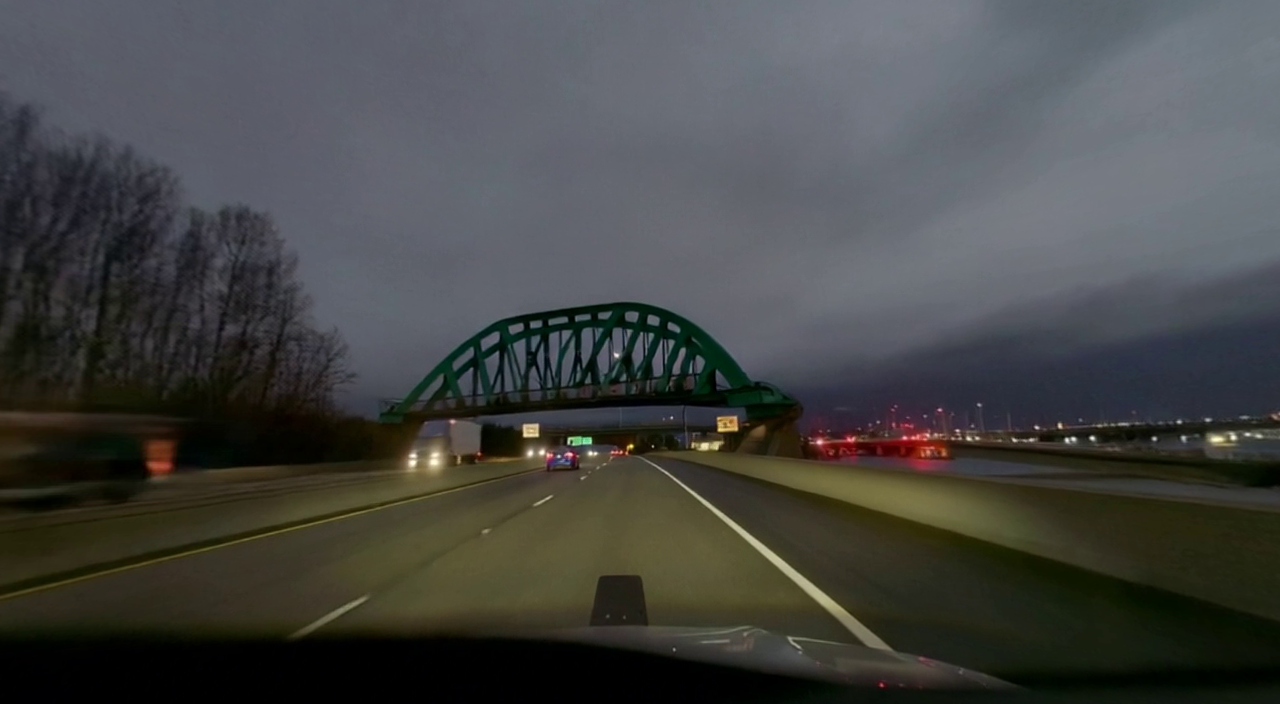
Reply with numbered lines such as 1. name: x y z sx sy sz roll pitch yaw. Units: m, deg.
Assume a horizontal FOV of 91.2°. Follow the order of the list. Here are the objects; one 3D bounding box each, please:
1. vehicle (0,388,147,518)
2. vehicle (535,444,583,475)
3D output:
1. vehicle: -12.649 1.888 11.670 2.373 2.306 5.492 0 -9 1
2. vehicle: -4.307 5.761 33.942 2.052 1.556 4.405 0 -9 -1
